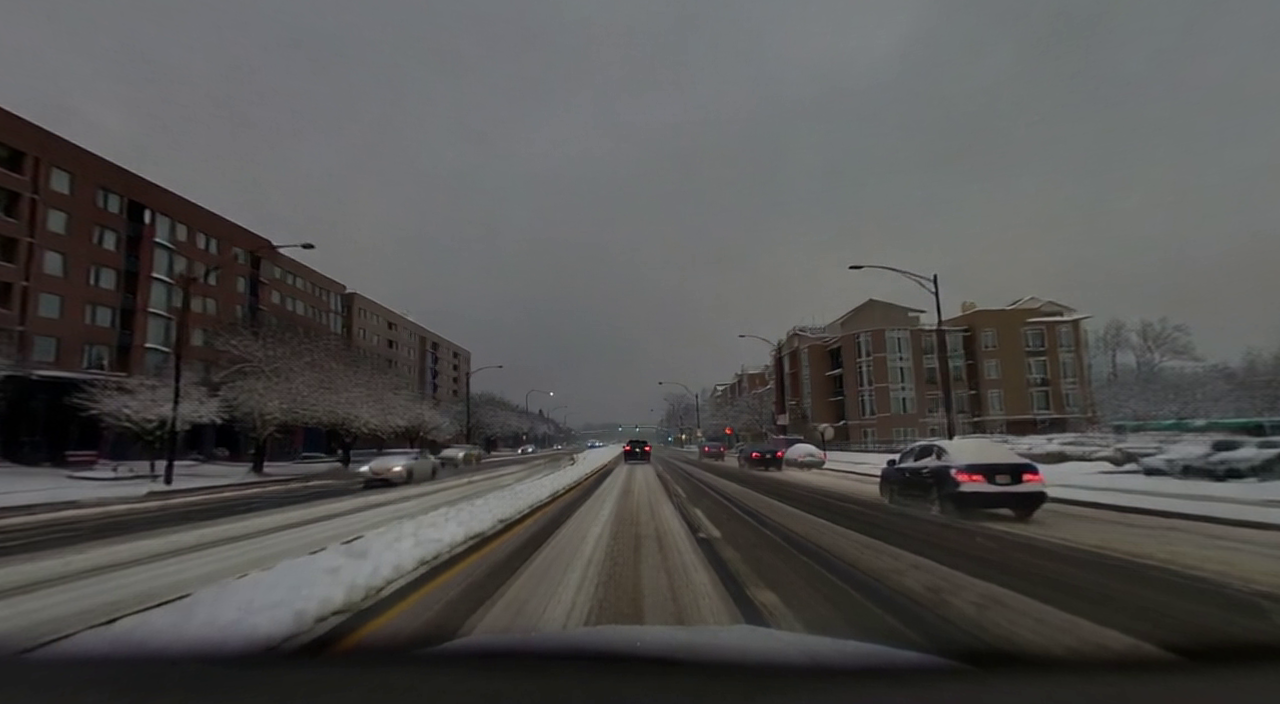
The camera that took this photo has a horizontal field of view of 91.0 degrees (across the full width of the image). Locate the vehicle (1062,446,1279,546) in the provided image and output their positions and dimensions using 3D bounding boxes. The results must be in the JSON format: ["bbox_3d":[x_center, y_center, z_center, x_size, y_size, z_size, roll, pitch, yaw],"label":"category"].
[{"bbox_3d":[10.110,2.408,11.222,1.930,1.426,4.501,1,-9,-2],"label":"vehicle"}]

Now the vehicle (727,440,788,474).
[{"bbox_3d":[5.777,5.219,31.438,2.154,1.554,4.149,0,-9,-2],"label":"vehicle"}]

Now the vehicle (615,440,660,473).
[{"bbox_3d":[-0.131,5.212,31.600,2.106,1.553,3.964,0,-9,0],"label":"vehicle"}]

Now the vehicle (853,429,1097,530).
[{"bbox_3d":[6.097,2.372,12.384,2.121,1.557,4.898,0,-9,0],"label":"vehicle"}]

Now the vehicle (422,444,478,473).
[{"bbox_3d":[-11.817,6.610,39.463,2.036,1.697,4.680,0,-9,0],"label":"vehicle"}]

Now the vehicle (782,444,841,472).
[{"bbox_3d":[9.981,6.167,36.930,2.089,1.508,4.323,0,-9,-2],"label":"vehicle"}]

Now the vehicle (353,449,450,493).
[{"bbox_3d":[-8.457,4.219,22.752,1.869,1.419,4.183,0,-9,0],"label":"vehicle"}]
